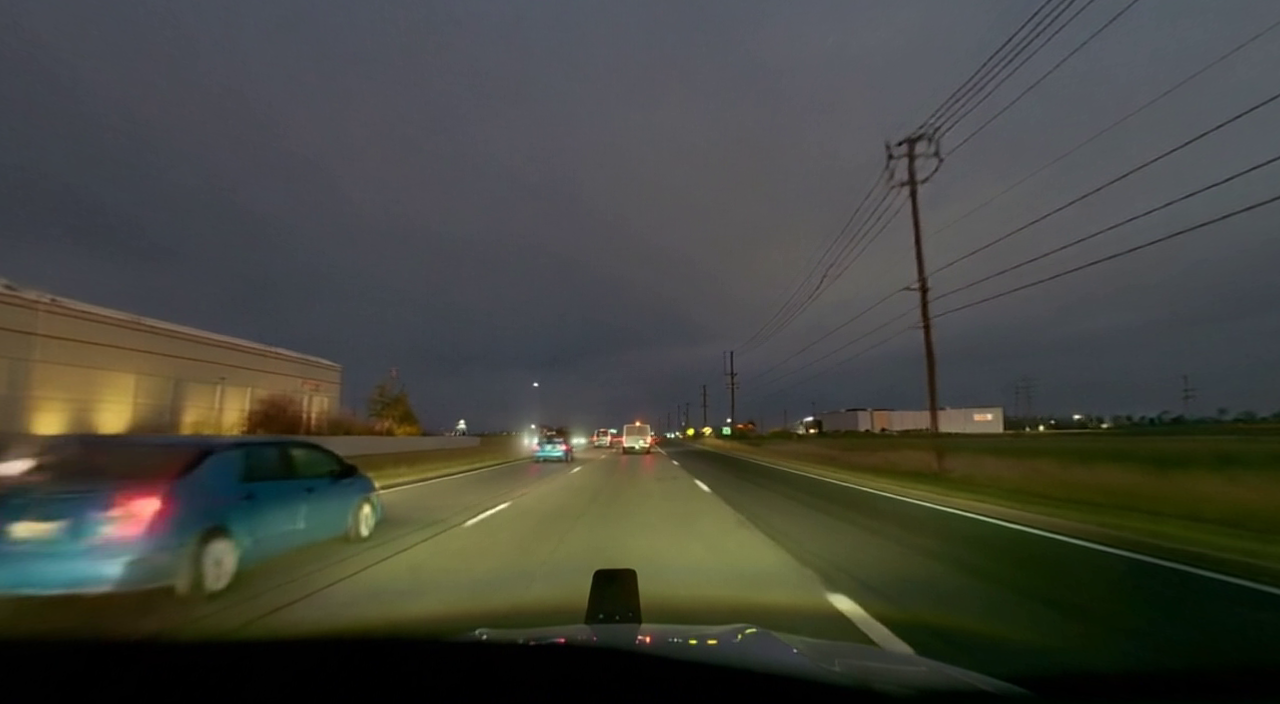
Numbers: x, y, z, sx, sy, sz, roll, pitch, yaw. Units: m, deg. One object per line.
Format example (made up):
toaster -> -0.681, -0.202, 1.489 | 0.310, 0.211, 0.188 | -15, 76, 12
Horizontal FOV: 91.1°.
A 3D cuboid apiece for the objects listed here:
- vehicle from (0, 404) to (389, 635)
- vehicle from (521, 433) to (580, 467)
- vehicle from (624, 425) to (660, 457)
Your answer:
vehicle -> -4.451, 1.425, 6.419 | 2.058, 1.557, 4.125 | 0, -8, 0
vehicle -> -4.169, 4.642, 30.153 | 2.087, 1.464, 4.853 | 0, -8, 0
vehicle -> 0.102, 5.823, 41.331 | 2.213, 1.997, 4.456 | 0, -8, -1
